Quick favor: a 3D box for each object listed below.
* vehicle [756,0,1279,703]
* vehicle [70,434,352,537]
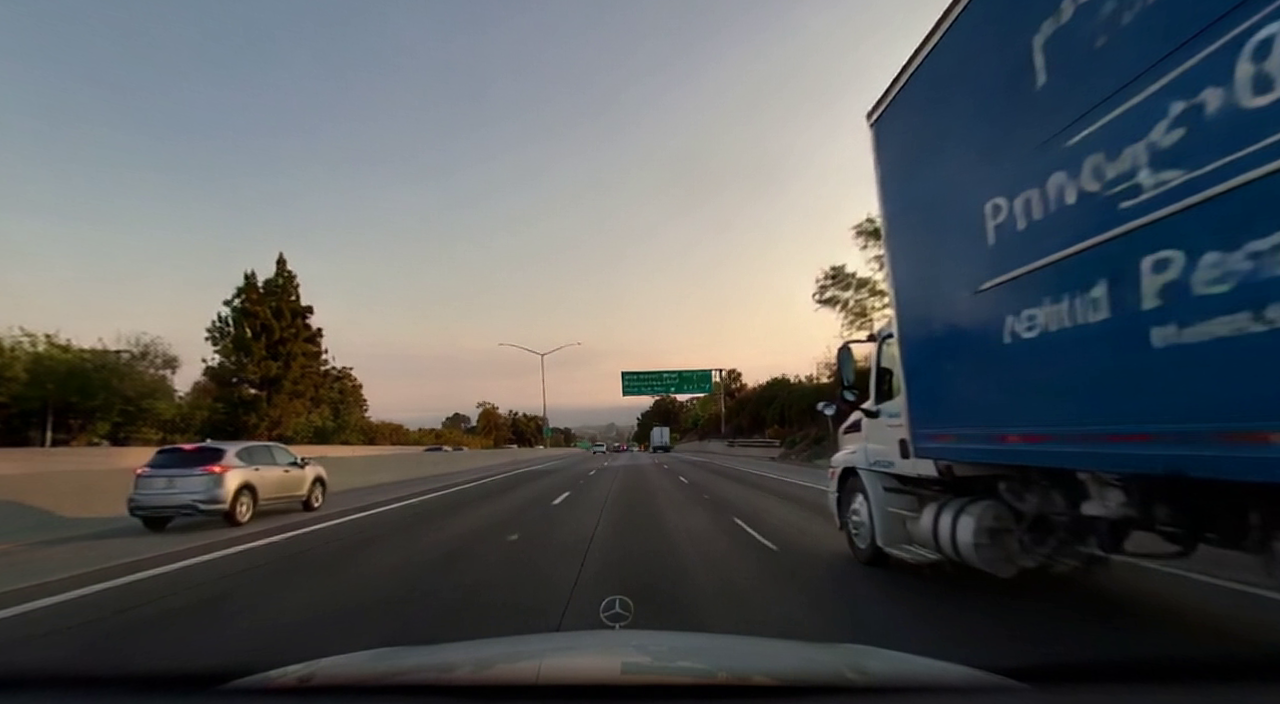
[{"bbox_3d":[3.123,-0.160,2.781,2.985,3.985,10.516,0,-9,-1],"label":"vehicle"},{"bbox_3d":[-7.370,2.315,11.622,2.033,1.494,4.508,0,-9,-1],"label":"vehicle"}]
